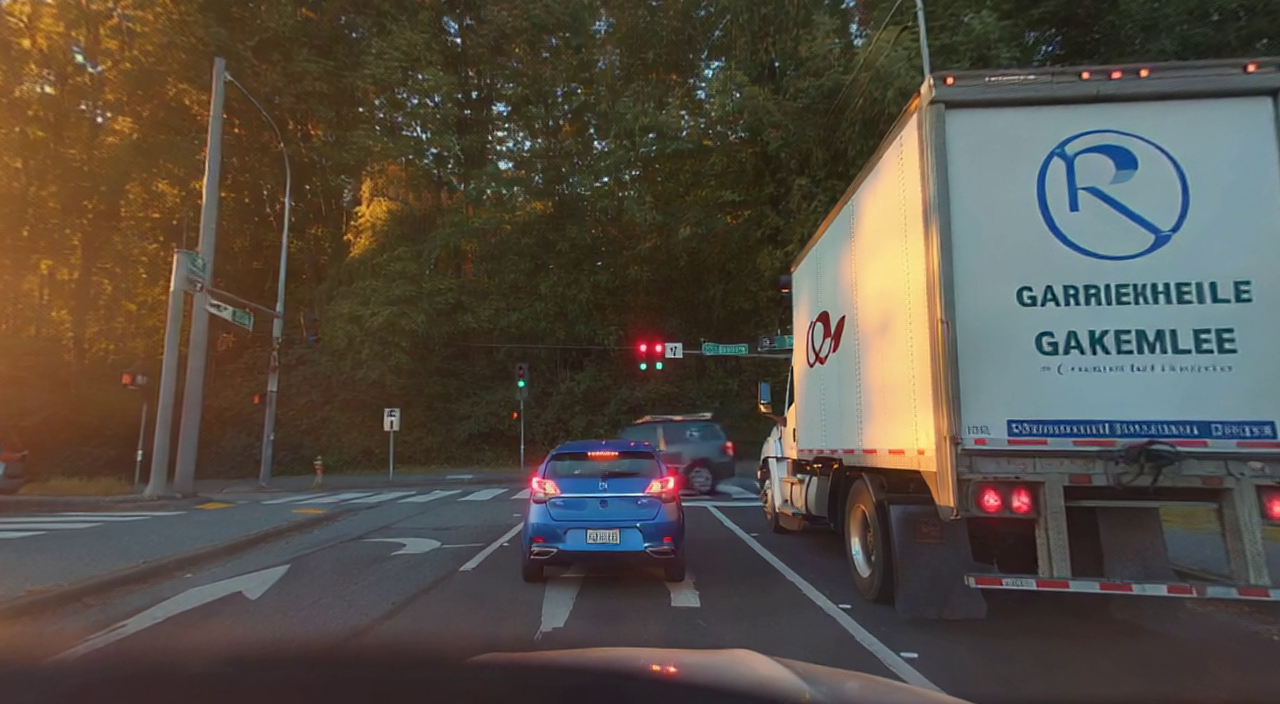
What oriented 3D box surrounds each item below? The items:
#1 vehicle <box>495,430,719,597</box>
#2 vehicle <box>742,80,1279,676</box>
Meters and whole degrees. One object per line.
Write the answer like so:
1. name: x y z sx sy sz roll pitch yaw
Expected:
1. vehicle: -0.327 1.712 7.427 1.975 1.457 3.526 0 -9 -1
2. vehicle: 3.569 0.781 8.784 2.884 3.753 9.763 0 -9 2
